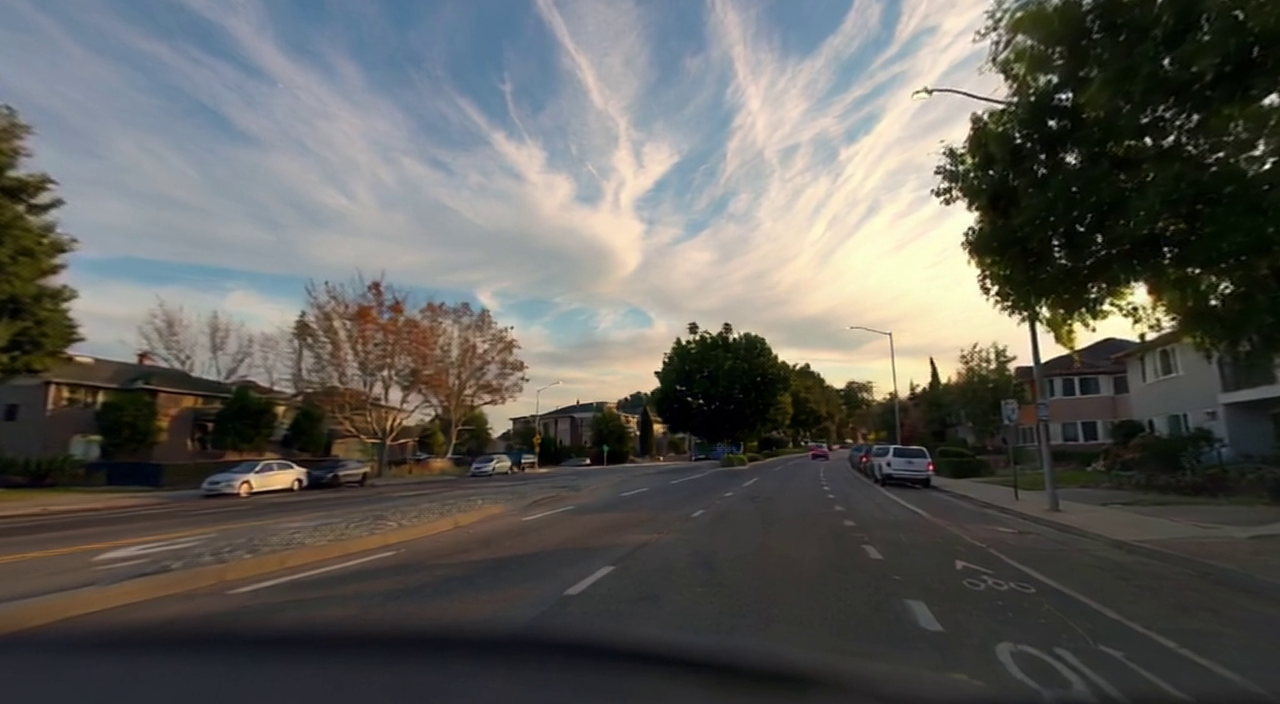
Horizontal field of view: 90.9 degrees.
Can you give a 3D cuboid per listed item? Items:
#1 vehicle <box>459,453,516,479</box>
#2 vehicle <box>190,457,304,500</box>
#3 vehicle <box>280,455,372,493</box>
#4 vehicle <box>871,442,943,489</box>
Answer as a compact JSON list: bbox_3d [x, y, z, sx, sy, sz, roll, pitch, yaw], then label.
[{"bbox_3d":[-11.790,8.841,49.153,2.060,1.814,5.097,-3,-9,16],"label":"vehicle"},{"bbox_3d":[-17.630,5.662,28.576,1.809,1.677,4.253,-2,-9,13],"label":"vehicle"},{"bbox_3d":[-16.478,6.372,33.323,1.886,1.777,4.273,-3,-9,15],"label":"vehicle"},{"bbox_3d":[10.268,4.348,24.540,2.011,1.649,4.001,-3,-9,15],"label":"vehicle"}]
